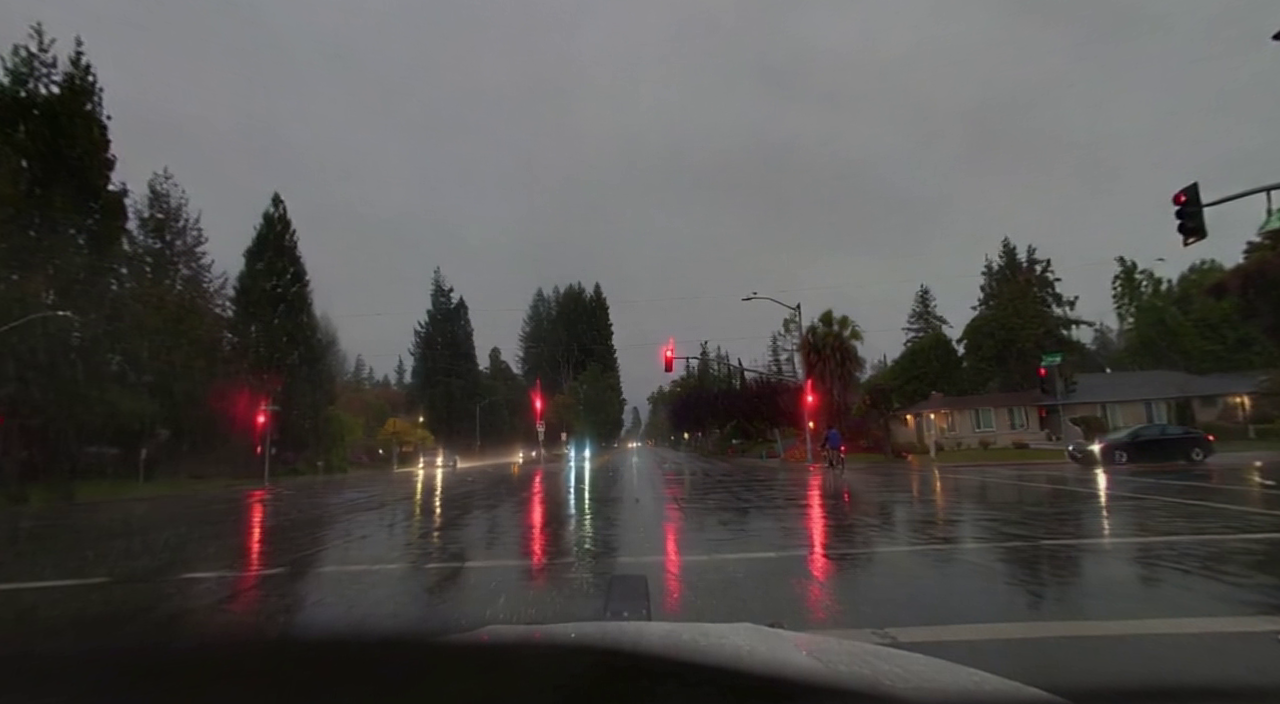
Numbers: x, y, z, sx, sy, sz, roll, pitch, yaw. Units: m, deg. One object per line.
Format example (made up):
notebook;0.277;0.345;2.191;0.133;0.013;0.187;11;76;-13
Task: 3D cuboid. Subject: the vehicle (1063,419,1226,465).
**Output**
vehicle;17.299;3.108;21.766;3.969;1.493;1.823;0;-9;1
